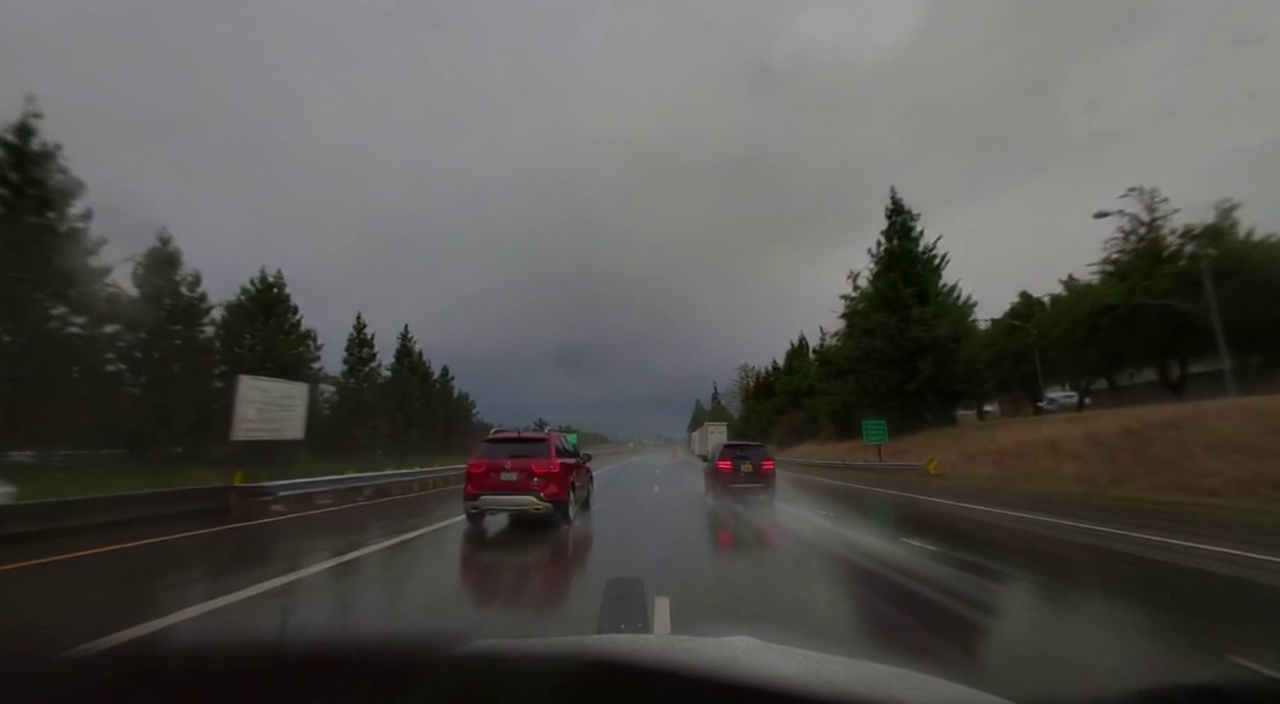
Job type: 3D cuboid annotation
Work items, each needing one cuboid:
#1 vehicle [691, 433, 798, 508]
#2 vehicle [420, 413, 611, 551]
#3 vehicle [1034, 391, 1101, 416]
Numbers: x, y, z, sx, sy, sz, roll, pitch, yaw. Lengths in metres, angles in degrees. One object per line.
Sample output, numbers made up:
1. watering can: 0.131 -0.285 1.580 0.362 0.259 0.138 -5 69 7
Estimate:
1. vehicle: 2.567 3.050 16.660 2.087 1.682 4.388 0 -9 1
2. vehicle: -1.768 2.093 10.750 2.139 1.804 4.611 -1 -9 2
3. vehicle: 33.202 4.053 49.095 2.025 1.658 4.676 -3 -7 3
